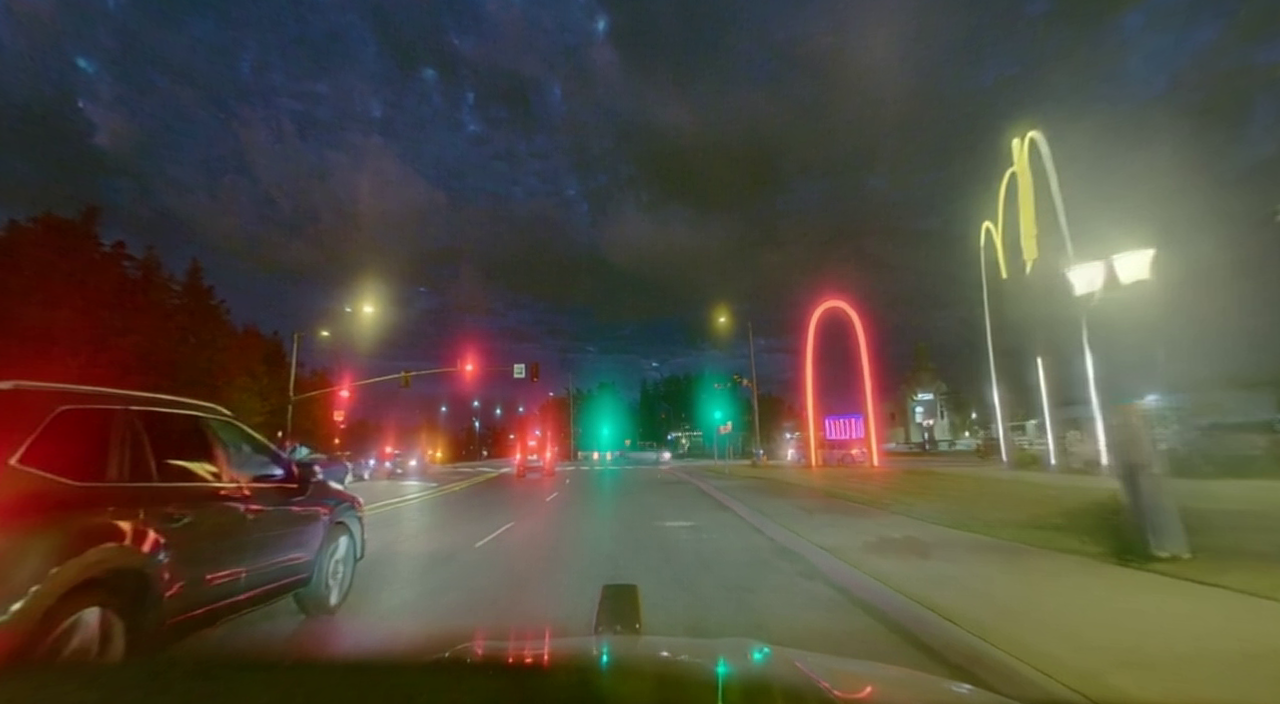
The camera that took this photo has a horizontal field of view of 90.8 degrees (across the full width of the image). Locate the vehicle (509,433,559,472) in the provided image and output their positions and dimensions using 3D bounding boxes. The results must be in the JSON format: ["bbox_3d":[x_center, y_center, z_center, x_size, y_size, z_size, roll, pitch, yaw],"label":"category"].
[{"bbox_3d":[-5.290,5.107,32.092,2.134,1.799,5.082,1,-9,-6],"label":"vehicle"}]

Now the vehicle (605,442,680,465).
[{"bbox_3d":[0.146,7.578,47.457,5.257,1.627,2.161,-5,-10,30],"label":"vehicle"}]

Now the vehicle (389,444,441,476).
[{"bbox_3d":[-12.186,5.853,34.506,1.925,1.631,4.250,1,-9,-10],"label":"vehicle"}]

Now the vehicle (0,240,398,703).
[{"bbox_3d":[-3.395,0.665,2.642,2.509,1.885,5.831,0,-9,-1],"label":"vehicle"}]
